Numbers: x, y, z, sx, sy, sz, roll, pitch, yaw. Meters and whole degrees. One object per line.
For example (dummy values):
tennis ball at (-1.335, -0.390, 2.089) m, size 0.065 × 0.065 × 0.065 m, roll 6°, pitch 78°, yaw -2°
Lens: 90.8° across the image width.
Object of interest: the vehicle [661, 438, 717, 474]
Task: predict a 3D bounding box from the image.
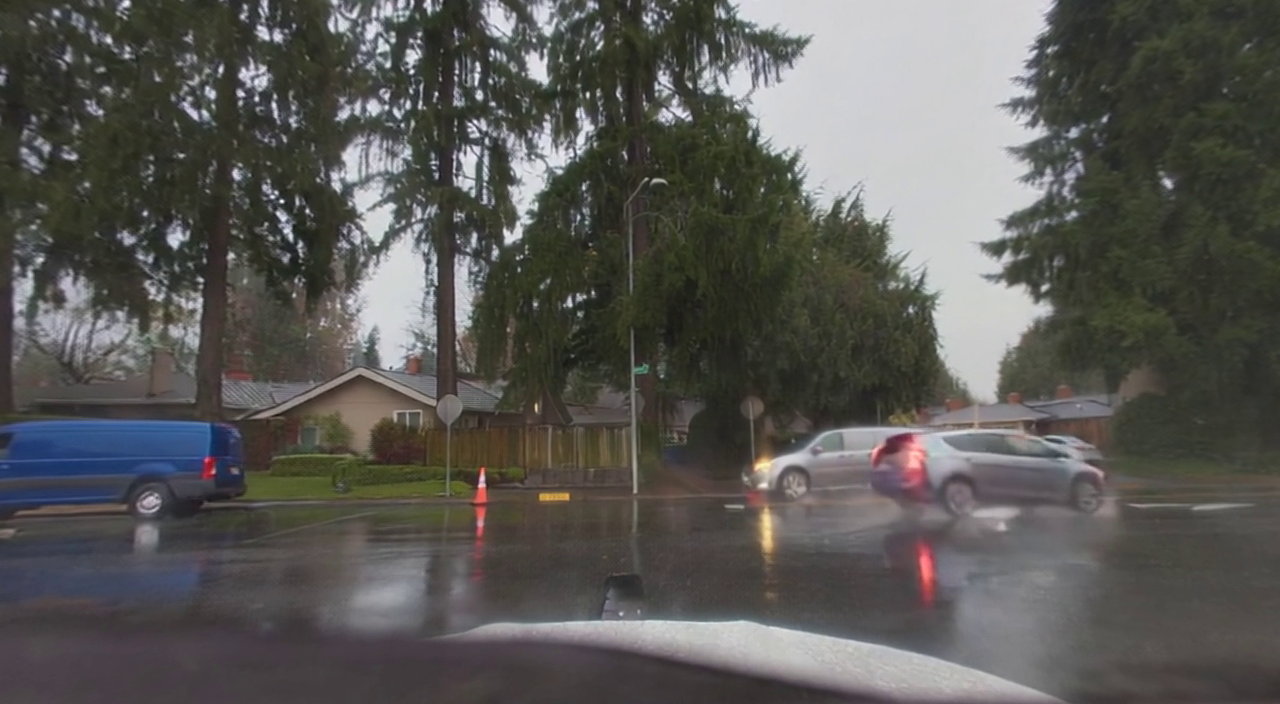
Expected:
vehicle at (2.072, 4.556, 27.849) m, size 1.745 × 1.461 × 4.074 m, roll 1°, pitch -9°, yaw -6°

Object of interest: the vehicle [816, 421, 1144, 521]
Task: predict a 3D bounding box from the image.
vehicle at (5.822, 2.065, 11.270) m, size 4.684 × 1.556 × 2.087 m, roll 1°, pitch -8°, yaw -5°

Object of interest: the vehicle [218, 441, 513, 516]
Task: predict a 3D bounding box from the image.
vehicle at (-6.962, 3.330, 17.059) m, size 6.643 × 1.777 × 2.925 m, roll 1°, pitch -9°, yaw -6°

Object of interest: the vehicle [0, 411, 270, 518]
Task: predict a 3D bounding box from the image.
vehicle at (-14.504, 2.992, 16.477) m, size 7.824 × 2.323 × 2.863 m, roll -2°, pitch -10°, yaw -3°

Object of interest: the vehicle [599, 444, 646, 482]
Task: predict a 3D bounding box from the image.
vehicle at (-0.801, 4.740, 27.233) m, size 1.648 × 1.430 × 3.654 m, roll 4°, pitch -8°, yaw -5°
